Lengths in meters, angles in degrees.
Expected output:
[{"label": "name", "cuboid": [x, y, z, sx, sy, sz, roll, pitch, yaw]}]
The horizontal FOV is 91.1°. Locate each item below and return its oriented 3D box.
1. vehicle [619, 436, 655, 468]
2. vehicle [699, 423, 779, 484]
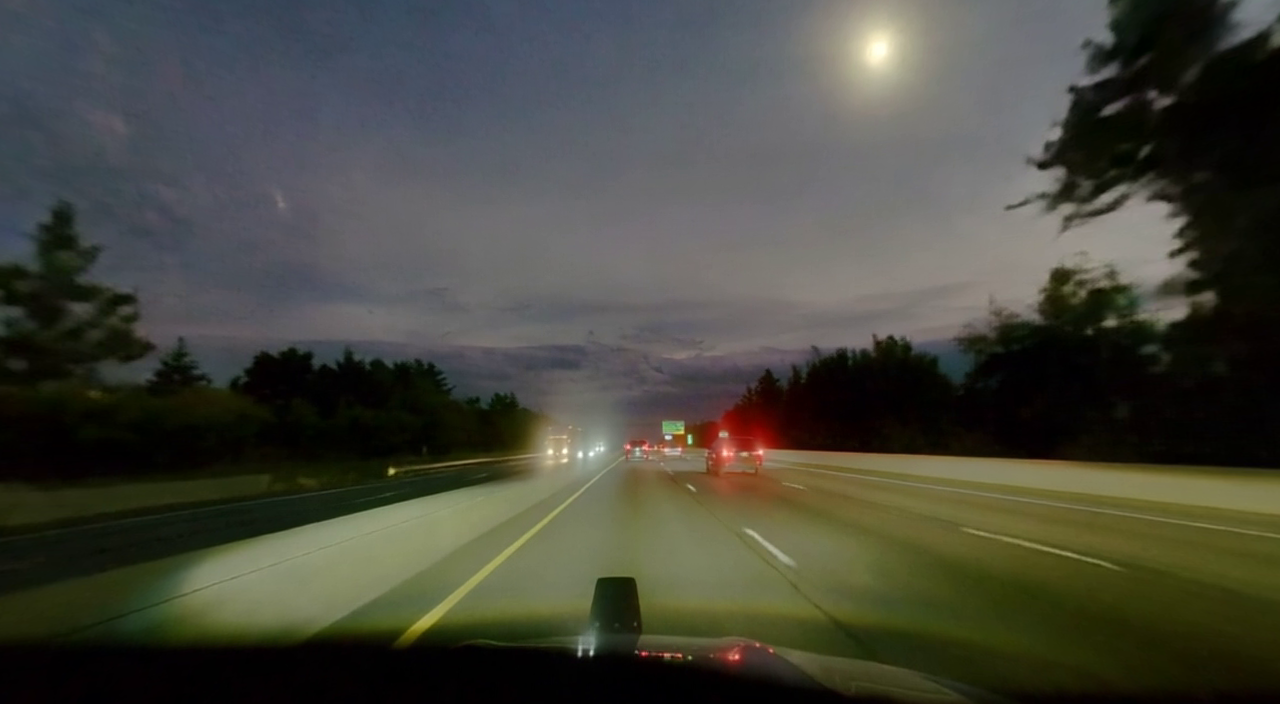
[{"label": "vehicle", "cuboid": [-0.216, 6.444, 40.630, 2.192, 1.912, 4.524, 0, -9, -1]}, {"label": "vehicle", "cuboid": [3.478, 3.695, 23.046, 1.981, 1.984, 4.623, 0, -9, -2]}]
